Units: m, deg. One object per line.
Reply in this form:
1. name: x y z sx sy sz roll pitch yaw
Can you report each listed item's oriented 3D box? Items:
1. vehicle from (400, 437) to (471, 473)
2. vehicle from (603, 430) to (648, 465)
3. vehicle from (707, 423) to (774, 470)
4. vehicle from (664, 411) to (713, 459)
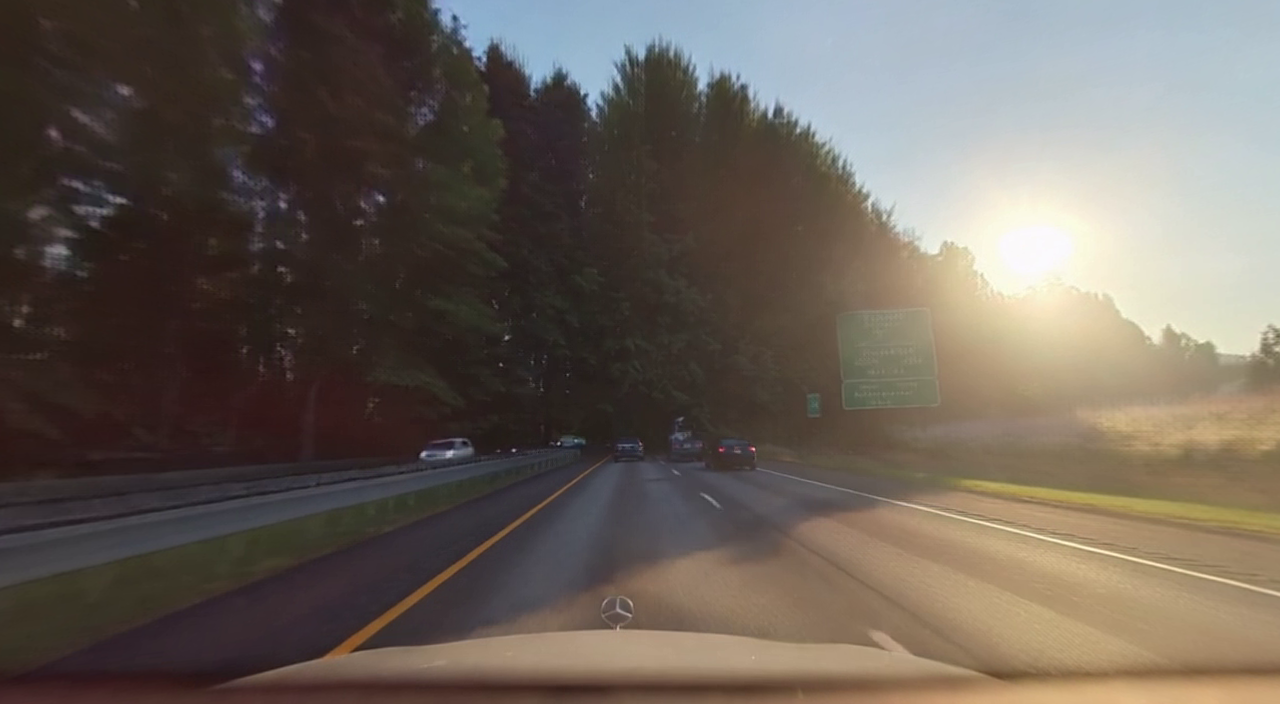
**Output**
1. vehicle: -9.487 4.765 29.640 1.932 1.545 4.168 0 -8 0
2. vehicle: -0.747 4.928 32.839 2.206 1.681 4.111 0 -8 -1
3. vehicle: 4.318 4.112 27.695 2.073 1.905 4.023 0 -8 -3
4. vehicle: 3.232 5.822 44.157 2.728 3.053 7.708 0 -8 0
